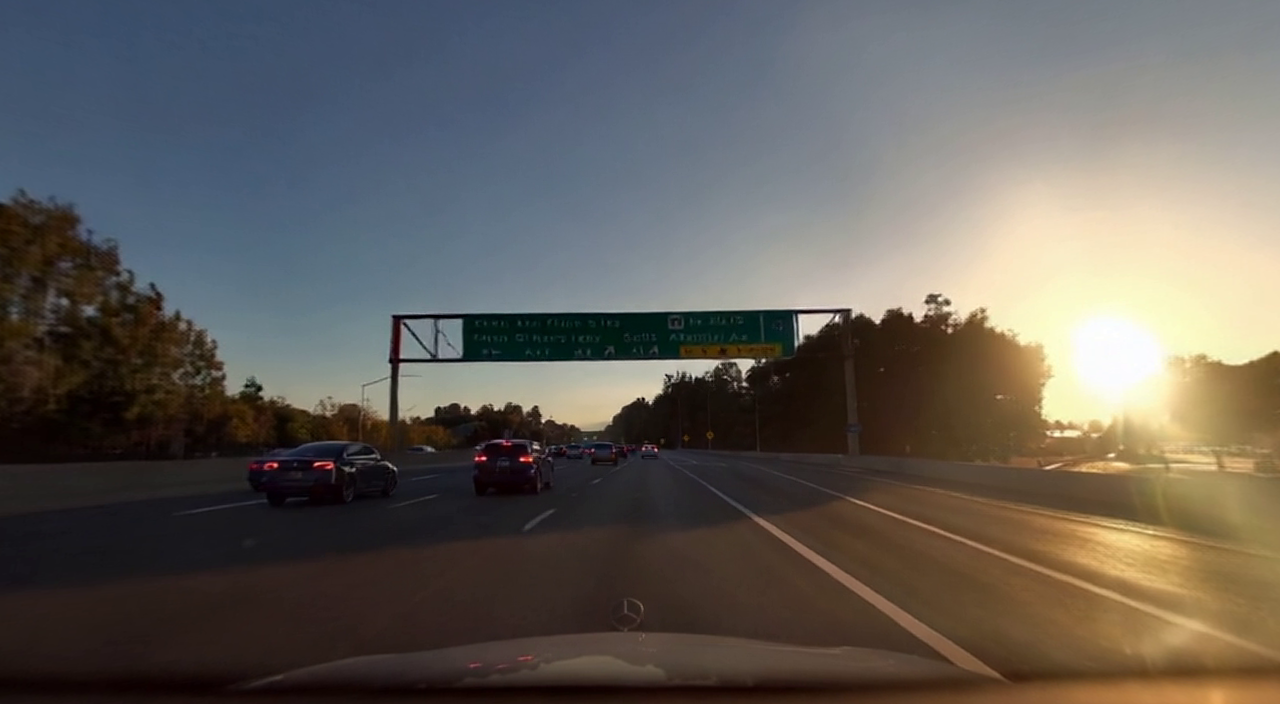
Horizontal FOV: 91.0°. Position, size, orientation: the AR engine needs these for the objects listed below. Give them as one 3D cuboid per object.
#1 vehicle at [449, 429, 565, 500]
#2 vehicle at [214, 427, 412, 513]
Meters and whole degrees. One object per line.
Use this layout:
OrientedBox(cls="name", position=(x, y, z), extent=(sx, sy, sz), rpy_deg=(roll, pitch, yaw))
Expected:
OrientedBox(cls="vehicle", position=(-3.560, 3.115, 17.782), extent=(2.158, 1.717, 4.375), rpy_deg=(-1, -9, 2))
OrientedBox(cls="vehicle", position=(-7.295, 2.678, 14.752), extent=(2.071, 1.661, 4.540), rpy_deg=(-1, -9, 2))
